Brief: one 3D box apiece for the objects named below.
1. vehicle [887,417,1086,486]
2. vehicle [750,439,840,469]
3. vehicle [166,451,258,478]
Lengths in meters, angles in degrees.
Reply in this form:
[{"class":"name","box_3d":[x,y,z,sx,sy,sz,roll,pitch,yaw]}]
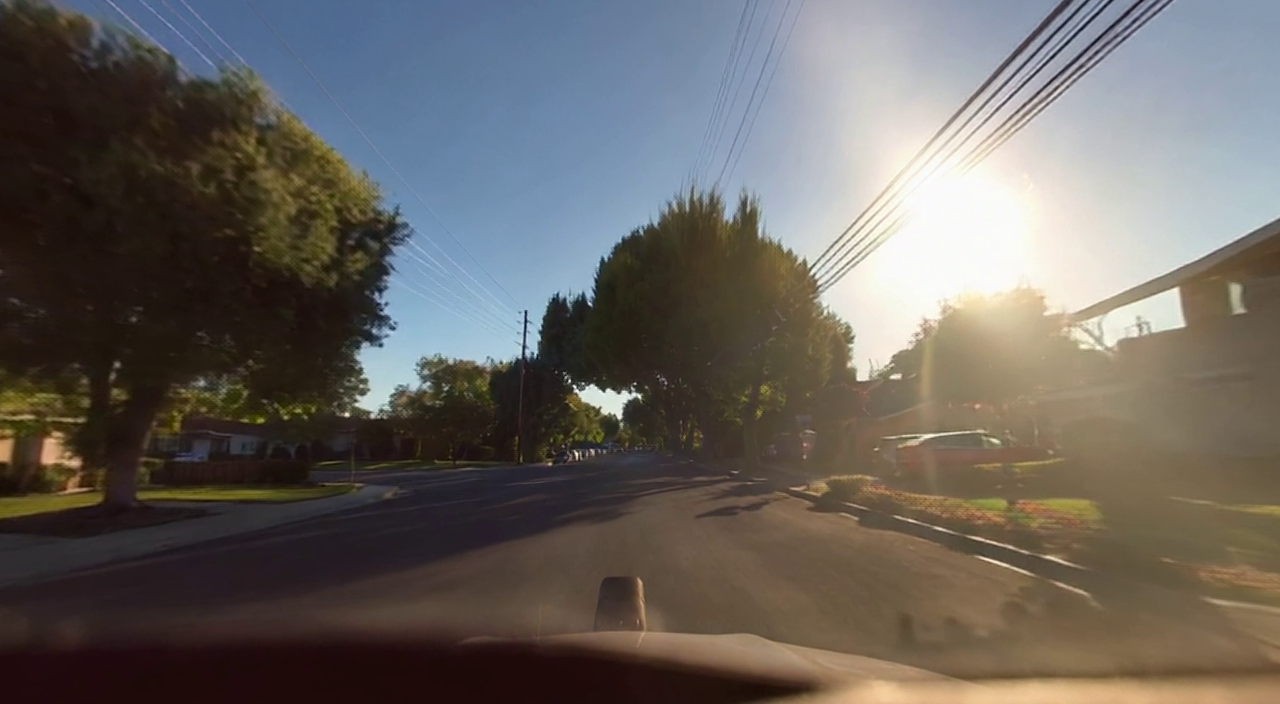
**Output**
[{"class":"vehicle","box_3d":[10.234,2.981,19.011,4.686,1.786,2.019,-3,-8,5]},{"class":"vehicle","box_3d":[9.330,6.155,38.273,4.846,1.577,2.146,-2,-8,0]},{"class":"vehicle","box_3d":[-27.102,7.132,40.119,4.360,1.582,1.920,0,-8,-2]}]
